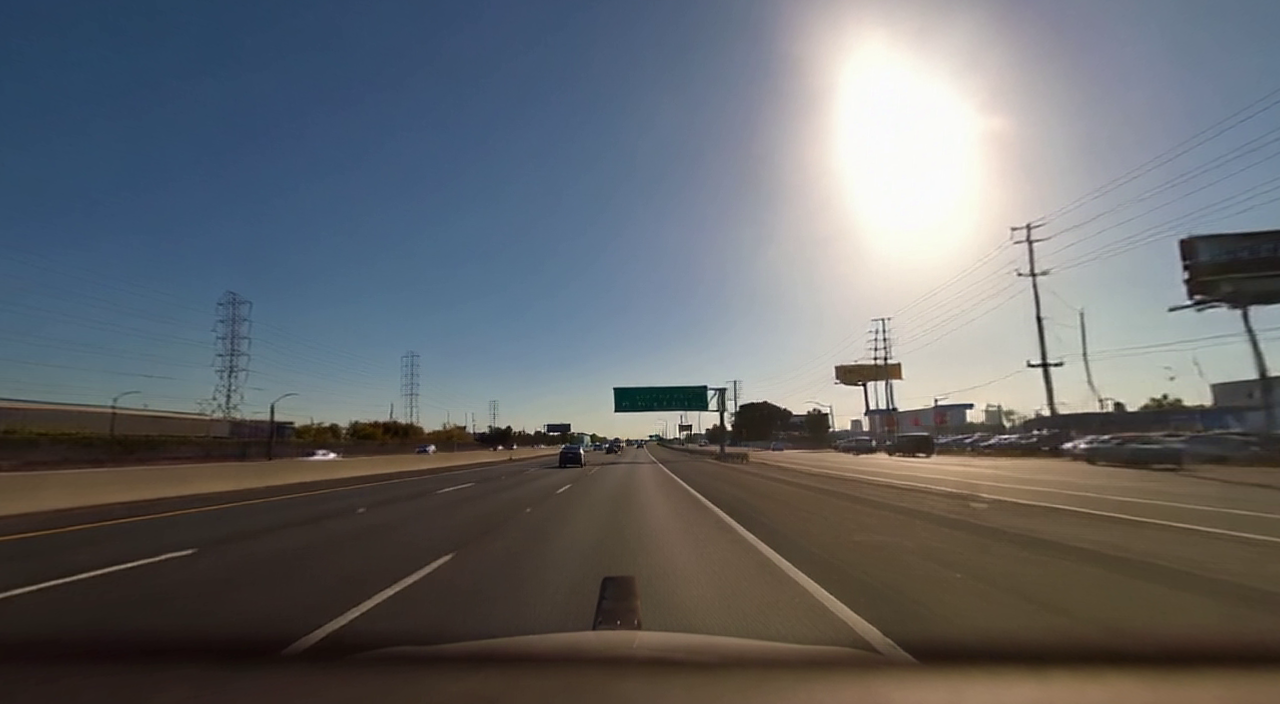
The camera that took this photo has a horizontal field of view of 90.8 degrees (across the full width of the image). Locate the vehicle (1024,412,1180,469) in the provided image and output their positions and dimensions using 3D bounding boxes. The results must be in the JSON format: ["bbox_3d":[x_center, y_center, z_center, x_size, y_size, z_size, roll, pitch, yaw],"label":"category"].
[{"bbox_3d":[18.749,3.686,26.103,2.165,2.077,5.451,0,-8,-1],"label":"vehicle"}]

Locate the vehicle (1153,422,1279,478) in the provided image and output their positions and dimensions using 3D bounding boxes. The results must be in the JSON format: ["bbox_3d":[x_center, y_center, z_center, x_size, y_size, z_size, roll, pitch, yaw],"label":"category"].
[{"bbox_3d":[18.954,3.065,19.828,1.758,1.580,4.583,0,-8,-1],"label":"vehicle"}]

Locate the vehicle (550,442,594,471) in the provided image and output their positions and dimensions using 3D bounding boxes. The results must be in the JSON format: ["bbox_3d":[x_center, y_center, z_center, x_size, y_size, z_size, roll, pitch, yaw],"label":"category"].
[{"bbox_3d":[-3.796,5.894,35.912,1.940,1.479,4.545,0,-8,1],"label":"vehicle"}]

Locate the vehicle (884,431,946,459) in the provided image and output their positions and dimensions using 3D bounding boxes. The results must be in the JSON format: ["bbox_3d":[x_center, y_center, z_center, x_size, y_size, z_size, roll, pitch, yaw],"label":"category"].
[{"bbox_3d":[19.018,6.471,43.944,2.037,1.794,4.897,0,-8,-1],"label":"vehicle"}]

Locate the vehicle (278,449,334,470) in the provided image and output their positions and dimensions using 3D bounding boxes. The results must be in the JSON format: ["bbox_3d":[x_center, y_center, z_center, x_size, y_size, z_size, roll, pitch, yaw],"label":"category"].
[{"bbox_3d":[-25.188,8.116,47.835,1.796,1.482,4.512,0,-8,0],"label":"vehicle"}]
